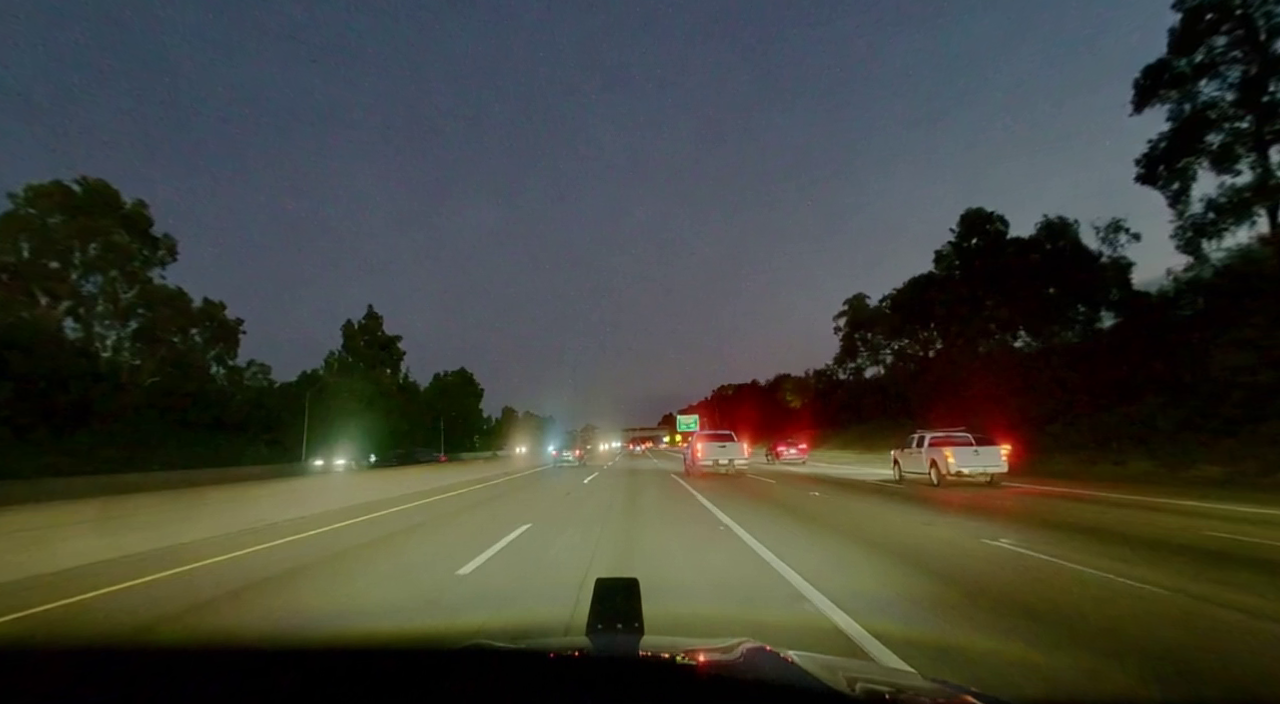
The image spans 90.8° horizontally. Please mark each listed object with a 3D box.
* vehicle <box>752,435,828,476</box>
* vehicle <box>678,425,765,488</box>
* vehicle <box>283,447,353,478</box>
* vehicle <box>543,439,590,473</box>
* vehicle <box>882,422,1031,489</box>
[{"bbox_3d":[6.552,4.566,28.161,2.105,1.655,4.652,0,-8,-1],"label":"vehicle"},{"bbox_3d":[2.639,3.584,21.938,2.200,1.870,5.649,0,-8,-1],"label":"vehicle"},{"bbox_3d":[-15.562,5.345,30.727,1.642,1.358,3.384,-1,-8,-1],"label":"vehicle"},{"bbox_3d":[-3.813,5.476,33.441,1.992,1.651,4.185,0,-8,0],"label":"vehicle"},{"bbox_3d":[9.954,3.299,20.476,2.046,1.873,5.131,0,-8,-1],"label":"vehicle"}]
